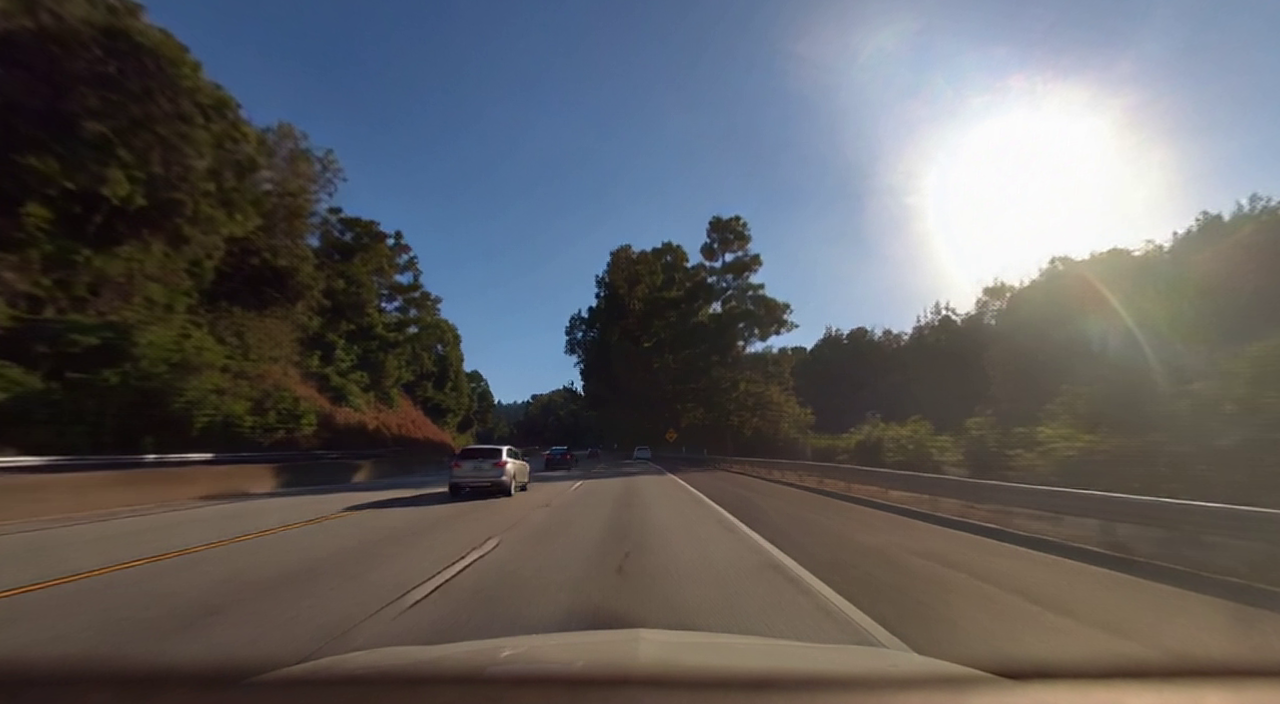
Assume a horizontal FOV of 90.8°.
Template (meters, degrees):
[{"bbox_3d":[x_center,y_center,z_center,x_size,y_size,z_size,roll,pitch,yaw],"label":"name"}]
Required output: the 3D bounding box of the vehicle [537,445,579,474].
[{"bbox_3d":[-4.599,6.099,35.996,1.838,1.508,4.317,0,-8,0],"label":"vehicle"}]

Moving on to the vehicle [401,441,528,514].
[{"bbox_3d":[-3.965,2.881,14.986,1.897,1.481,3.859,0,-8,0],"label":"vehicle"}]
